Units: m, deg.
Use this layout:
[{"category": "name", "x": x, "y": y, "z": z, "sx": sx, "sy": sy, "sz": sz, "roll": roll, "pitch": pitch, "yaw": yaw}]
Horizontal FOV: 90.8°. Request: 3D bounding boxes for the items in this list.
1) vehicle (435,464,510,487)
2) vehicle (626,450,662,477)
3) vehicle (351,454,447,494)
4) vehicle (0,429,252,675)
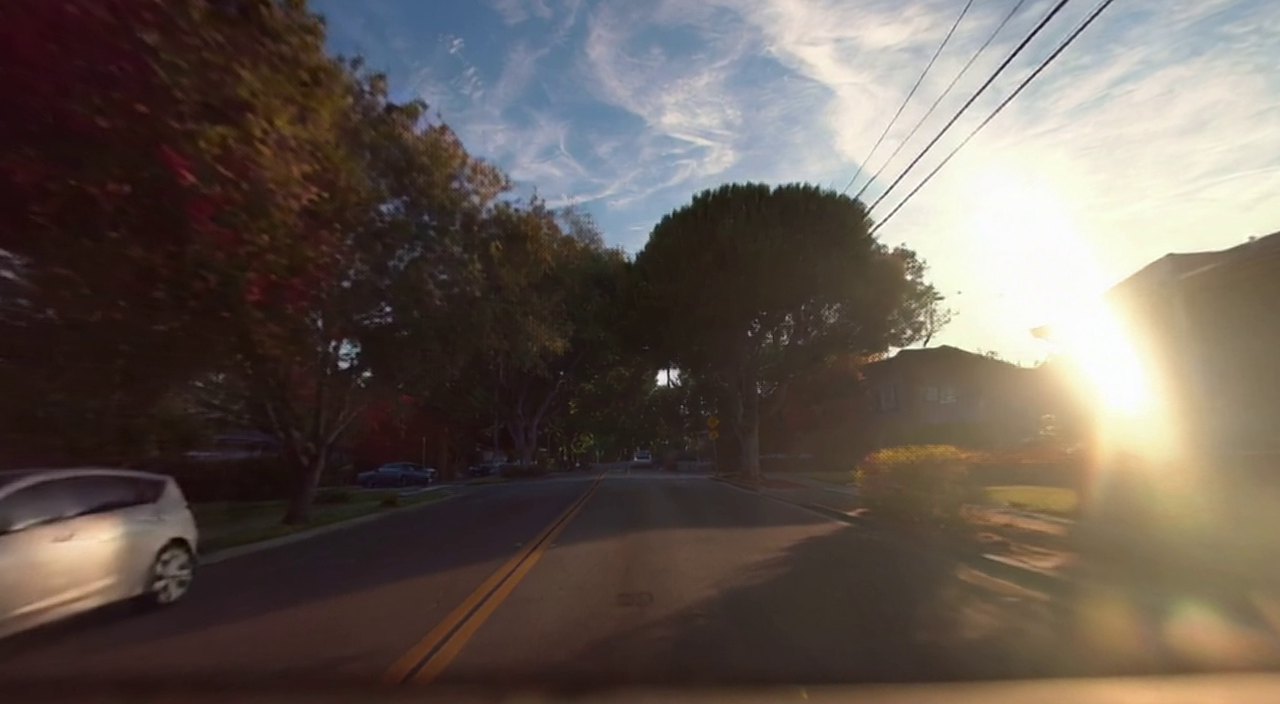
[{"category": "vehicle", "x": -11.918, "y": 8.800, "z": 45.080, "sx": 4.676, "sy": 1.484, "sz": 2.068, "roll": -2, "pitch": -9, "yaw": 13}, {"category": "vehicle", "x": 0.158, "y": 6.695, "z": 38.151, "sx": 2.022, "sy": 1.481, "sz": 4.050, "roll": 0, "pitch": -9, "yaw": -2}, {"category": "vehicle", "x": -16.508, "y": 8.356, "z": 43.457, "sx": 5.586, "sy": 2.532, "sz": 2.444, "roll": -2, "pitch": -9, "yaw": 9}, {"category": "vehicle", "x": -5.790, "y": 1.710, "z": 5.621, "sx": 2.027, "sy": 1.803, "sz": 4.306, "roll": -4, "pitch": -9, "yaw": -1}]
